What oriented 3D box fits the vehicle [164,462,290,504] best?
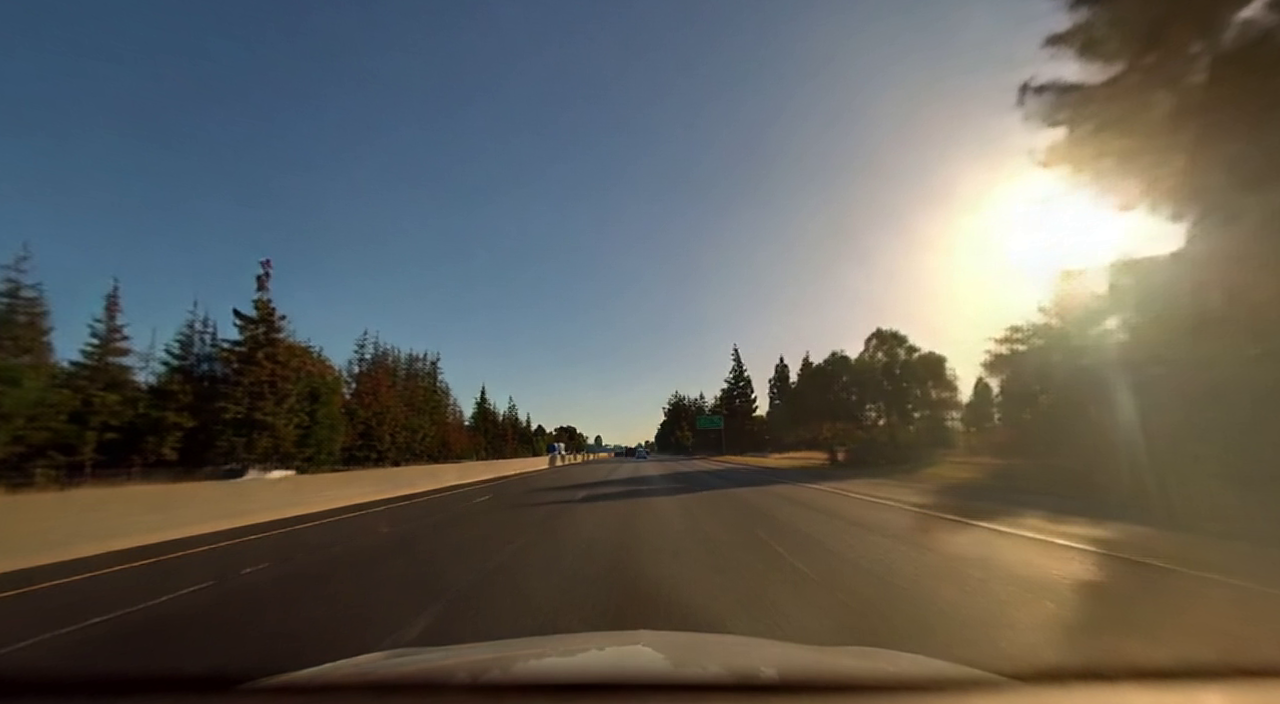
[{"bbox_3d":[-16.206,5.134,25.080,1.919,1.429,4.629,0,-9,-1],"label":"vehicle"}]
